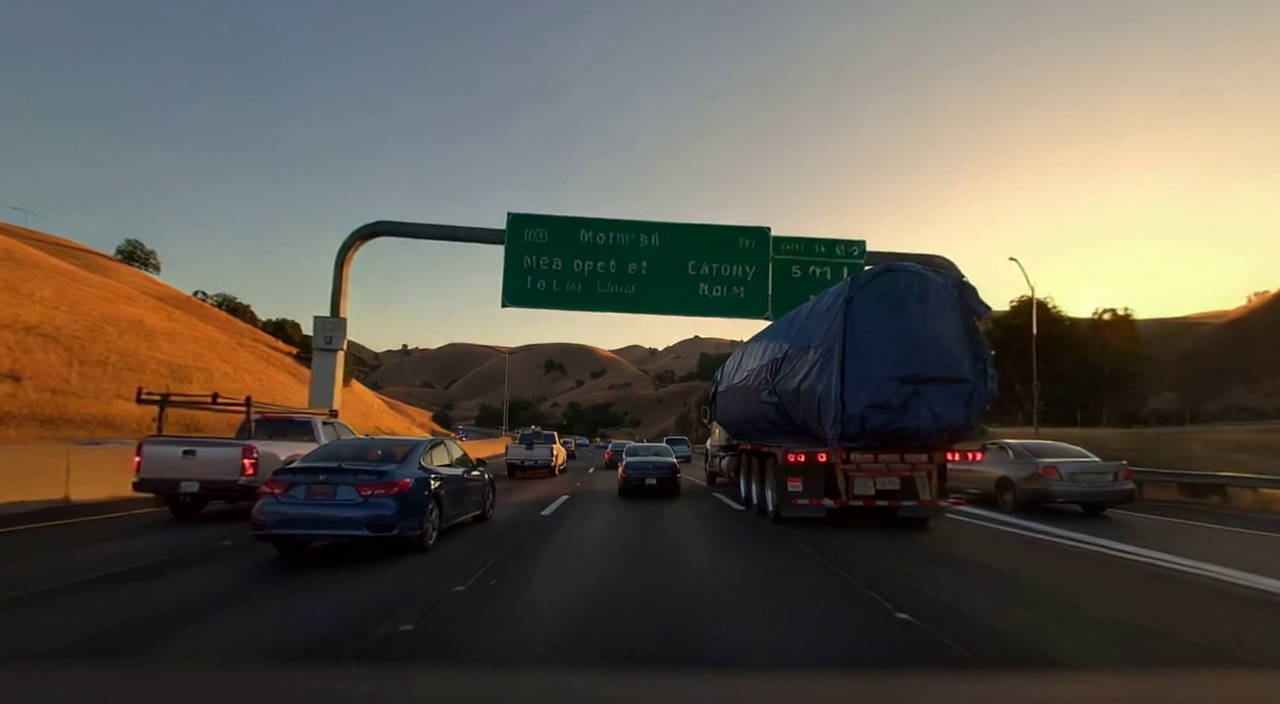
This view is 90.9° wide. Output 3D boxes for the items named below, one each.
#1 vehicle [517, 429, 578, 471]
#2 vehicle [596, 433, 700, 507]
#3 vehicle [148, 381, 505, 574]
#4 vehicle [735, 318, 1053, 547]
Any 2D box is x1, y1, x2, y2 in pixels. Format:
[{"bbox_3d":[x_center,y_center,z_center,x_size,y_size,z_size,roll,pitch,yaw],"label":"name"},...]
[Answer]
[{"bbox_3d":[-4.326,4.678,30.402,2.348,1.821,5.061,0,-8,-2],"label":"vehicle"},{"bbox_3d":[0.093,2.673,14.767,2.105,1.471,3.978,0,-8,-2],"label":"vehicle"},{"bbox_3d":[-3.674,1.622,8.982,2.318,1.902,5.374,0,-8,0],"label":"vehicle"},{"bbox_3d":[3.401,1.290,10.159,2.790,2.718,5.253,0,-8,-1],"label":"vehicle"}]
